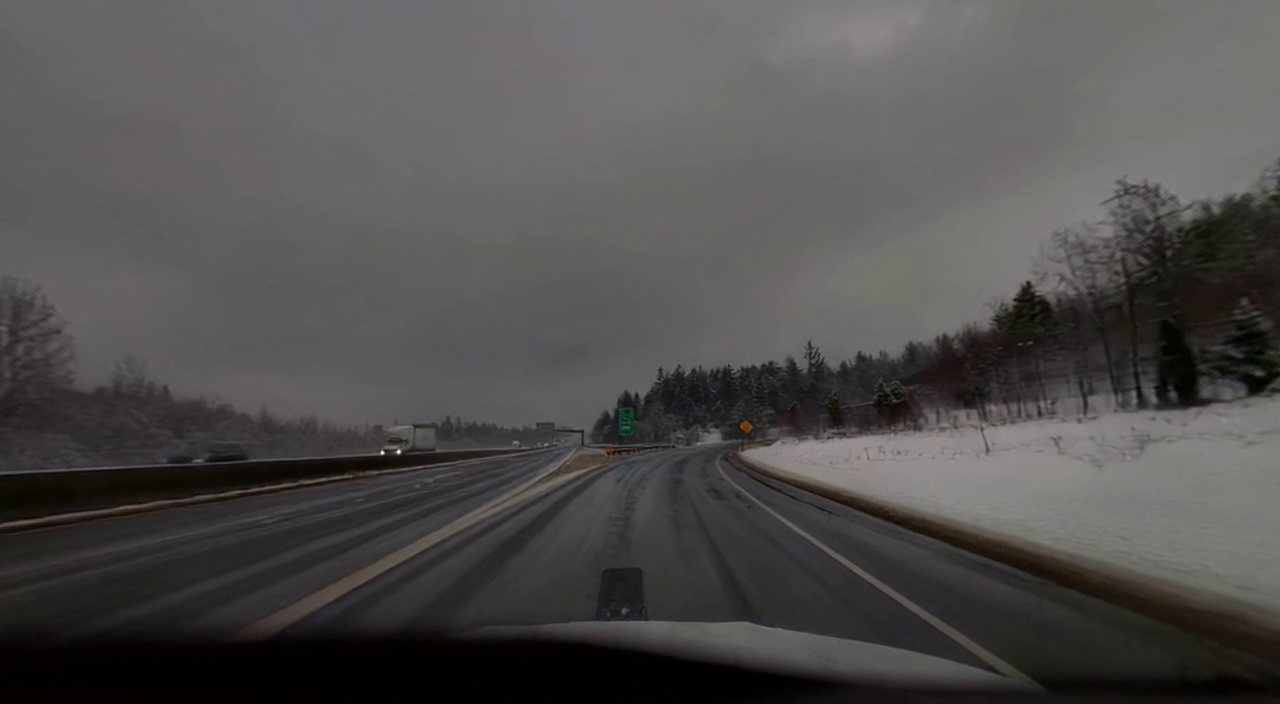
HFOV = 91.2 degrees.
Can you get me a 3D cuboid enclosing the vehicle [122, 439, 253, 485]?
[{"bbox_3d":[-17.721,4.319,24.925,1.926,1.617,4.566,0,-9,-2],"label":"vehicle"}]
